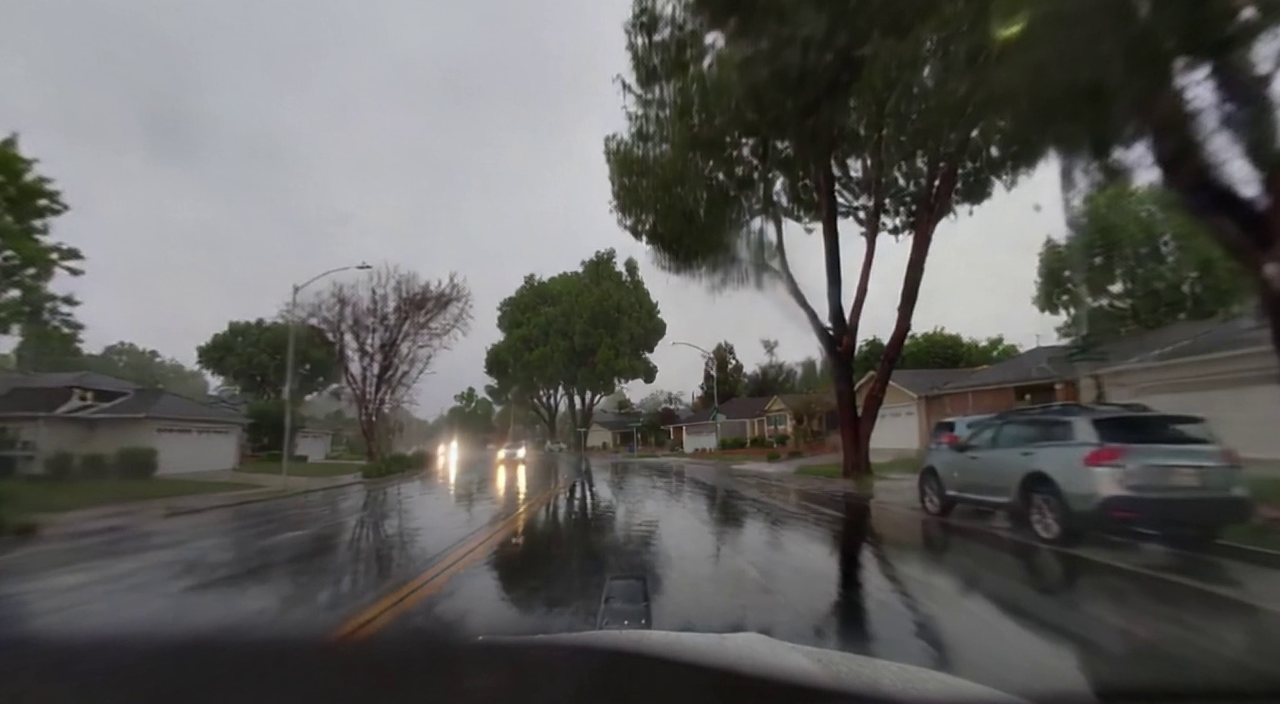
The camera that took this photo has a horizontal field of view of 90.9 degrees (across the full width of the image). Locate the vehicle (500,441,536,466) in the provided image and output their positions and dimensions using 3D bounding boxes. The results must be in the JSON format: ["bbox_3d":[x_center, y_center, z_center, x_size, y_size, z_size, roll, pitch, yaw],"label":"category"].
[{"bbox_3d":[-7.861,6.436,40.269,2.043,1.470,4.338,2,-8,-13],"label":"vehicle"}]

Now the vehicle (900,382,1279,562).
[{"bbox_3d":[6.630,1.758,10.170,2.348,1.986,6.289,0,-8,2],"label":"vehicle"}]
